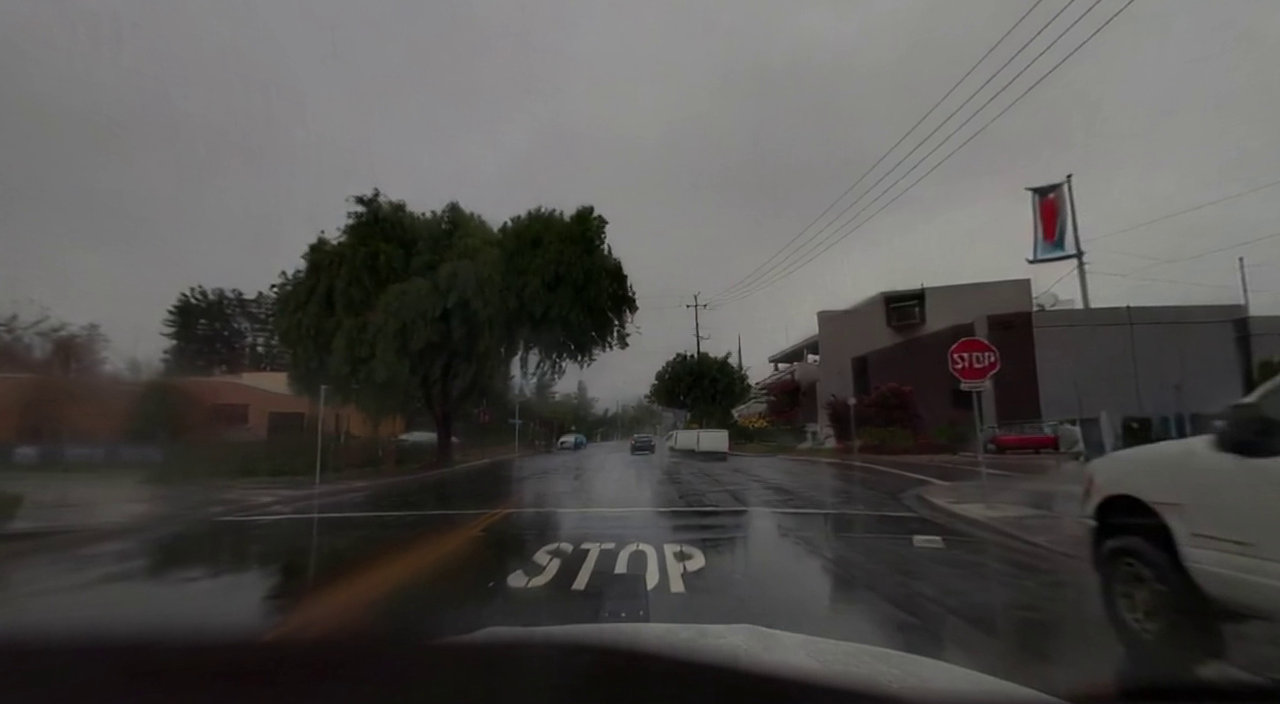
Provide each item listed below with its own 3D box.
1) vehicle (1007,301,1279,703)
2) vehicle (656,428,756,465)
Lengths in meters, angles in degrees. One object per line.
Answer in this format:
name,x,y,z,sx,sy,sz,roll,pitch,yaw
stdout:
vehicle,4.087,0.642,2.099,2.226,1.986,5.786,0,-8,0
vehicle,3.285,4.822,32.041,2.139,1.733,4.791,8,-12,-43
